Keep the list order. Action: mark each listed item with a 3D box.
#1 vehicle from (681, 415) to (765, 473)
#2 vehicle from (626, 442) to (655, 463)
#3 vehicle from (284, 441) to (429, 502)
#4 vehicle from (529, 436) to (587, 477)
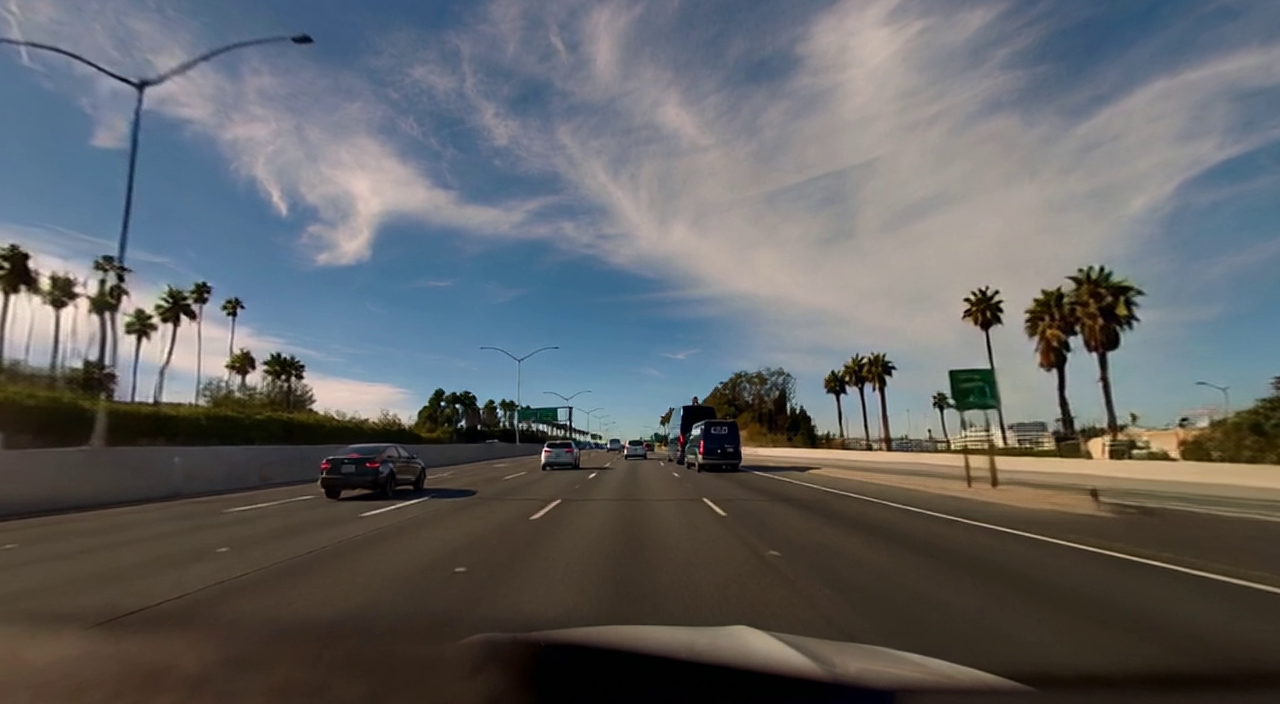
[{"bbox_3d":[4.256,5.319,36.169,2.891,2.596,15.534,0,-9,1],"label":"vehicle"},{"bbox_3d":[0.059,7.432,46.738,2.085,1.507,4.096,0,-9,0],"label":"vehicle"},{"bbox_3d":[-7.731,3.297,17.772,2.050,1.487,4.372,0,-9,0],"label":"vehicle"},{"bbox_3d":[-3.606,4.670,28.289,2.017,1.683,4.094,0,-9,0],"label":"vehicle"}]
